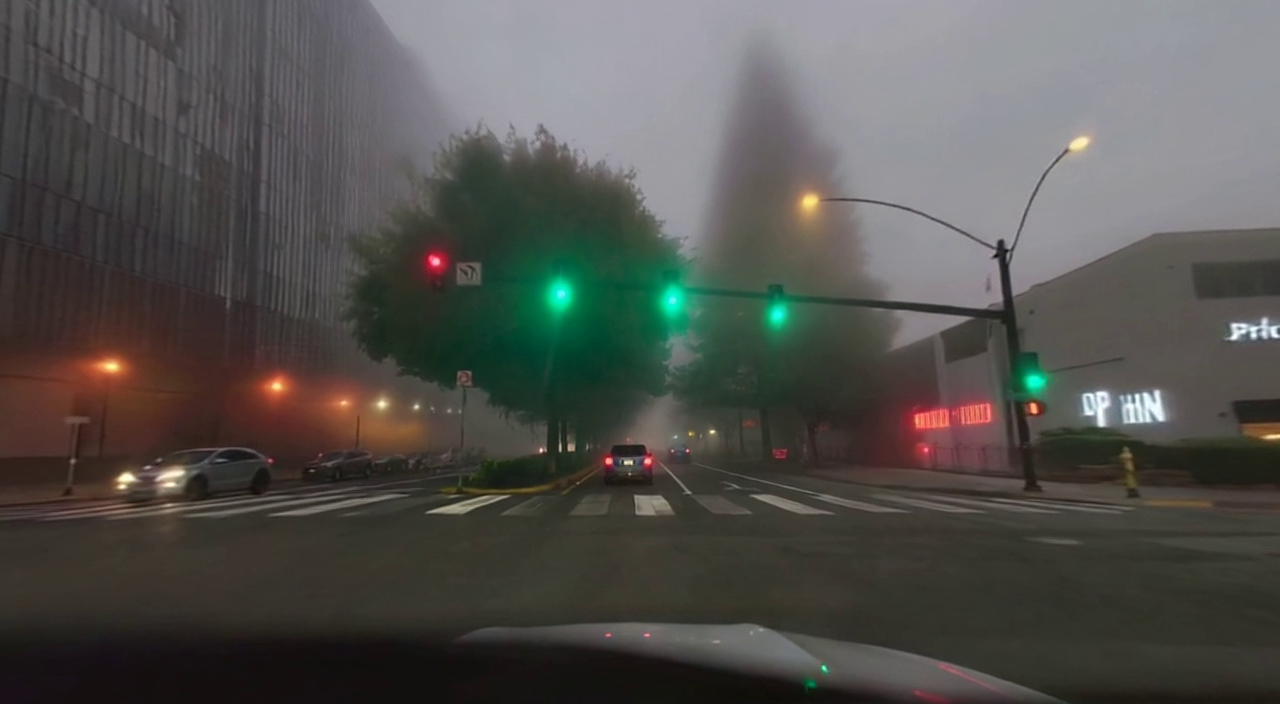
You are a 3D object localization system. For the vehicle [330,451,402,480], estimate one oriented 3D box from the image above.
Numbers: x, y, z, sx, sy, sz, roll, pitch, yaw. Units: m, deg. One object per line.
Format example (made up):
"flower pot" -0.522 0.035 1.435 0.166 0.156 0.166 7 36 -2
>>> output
"vehicle" -16.463 6.795 38.289 2.017 1.315 5.374 -5 -7 -1

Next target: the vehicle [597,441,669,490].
"vehicle" -0.233 3.714 21.107 2.144 1.398 3.963 2 -7 -1

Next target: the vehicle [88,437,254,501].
"vehicle" -15.718 3.872 21.617 2.119 1.815 4.795 -3 -7 -1

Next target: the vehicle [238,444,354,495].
"vehicle" -12.395 4.218 23.145 2.000 1.507 4.286 -2 -7 -2

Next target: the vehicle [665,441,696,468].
"vehicle" 3.059 7.824 48.458 2.078 1.799 4.089 1 -7 0
